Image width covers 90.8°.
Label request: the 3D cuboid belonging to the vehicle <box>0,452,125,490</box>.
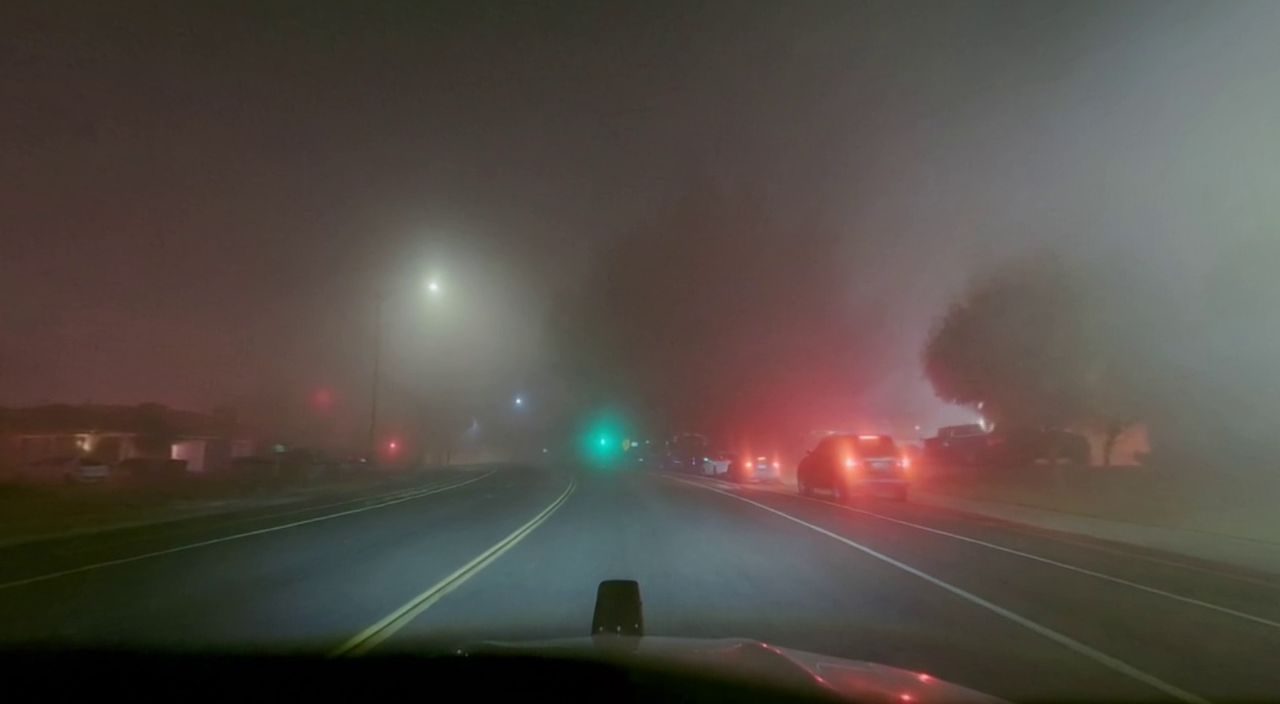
[{"bbox_3d":[-25.764,5.226,27.924,3.977,1.501,2.143,0,-8,-5],"label":"vehicle"}]

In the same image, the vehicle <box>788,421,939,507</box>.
[{"bbox_3d":[6.149,3.146,18.203,2.305,2.111,4.965,0,-9,-3],"label":"vehicle"}]

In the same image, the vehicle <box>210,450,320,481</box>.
[{"bbox_3d":[-19.658,5.963,33.323,4.502,1.511,1.939,2,-9,-12],"label":"vehicle"}]

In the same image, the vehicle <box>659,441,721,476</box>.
[{"bbox_3d":[3.166,7.017,41.924,2.670,2.085,6.775,1,-9,-8],"label":"vehicle"}]

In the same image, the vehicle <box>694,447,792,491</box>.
[{"bbox_3d":[4.380,5.093,27.978,2.713,1.671,4.939,1,-8,-10],"label":"vehicle"}]
